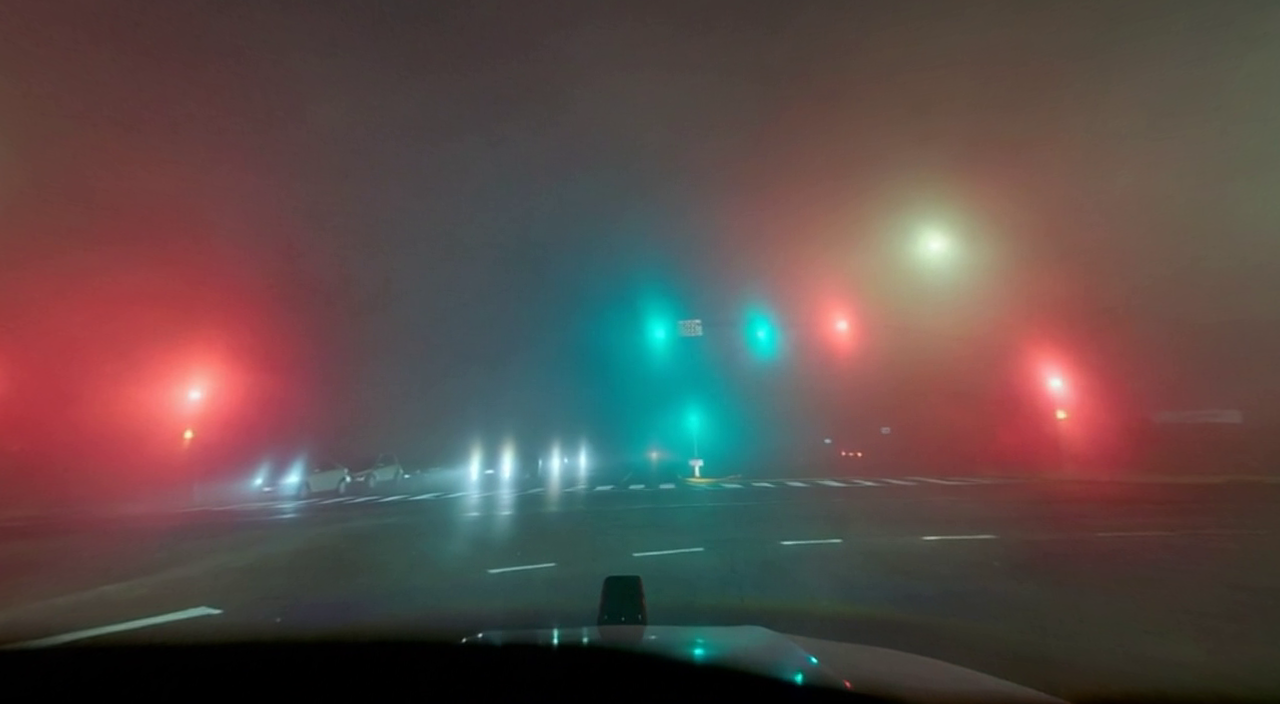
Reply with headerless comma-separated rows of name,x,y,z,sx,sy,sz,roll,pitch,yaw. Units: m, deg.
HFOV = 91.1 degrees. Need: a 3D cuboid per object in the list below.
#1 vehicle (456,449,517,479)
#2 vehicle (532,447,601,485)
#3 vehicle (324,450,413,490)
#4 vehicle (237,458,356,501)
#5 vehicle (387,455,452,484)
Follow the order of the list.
vehicle,-9.448,6.908,39.083,2.126,1.709,5.095,-1,-9,5
vehicle,-3.065,4.894,27.274,2.154,1.501,4.416,-1,-9,5
vehicle,-13.496,5.863,31.620,1.960,1.819,5.018,-1,-9,3
vehicle,-13.879,5.139,25.752,2.055,1.506,4.663,-1,-9,3
vehicle,-12.954,6.905,37.220,1.804,1.486,4.625,-1,-9,5
